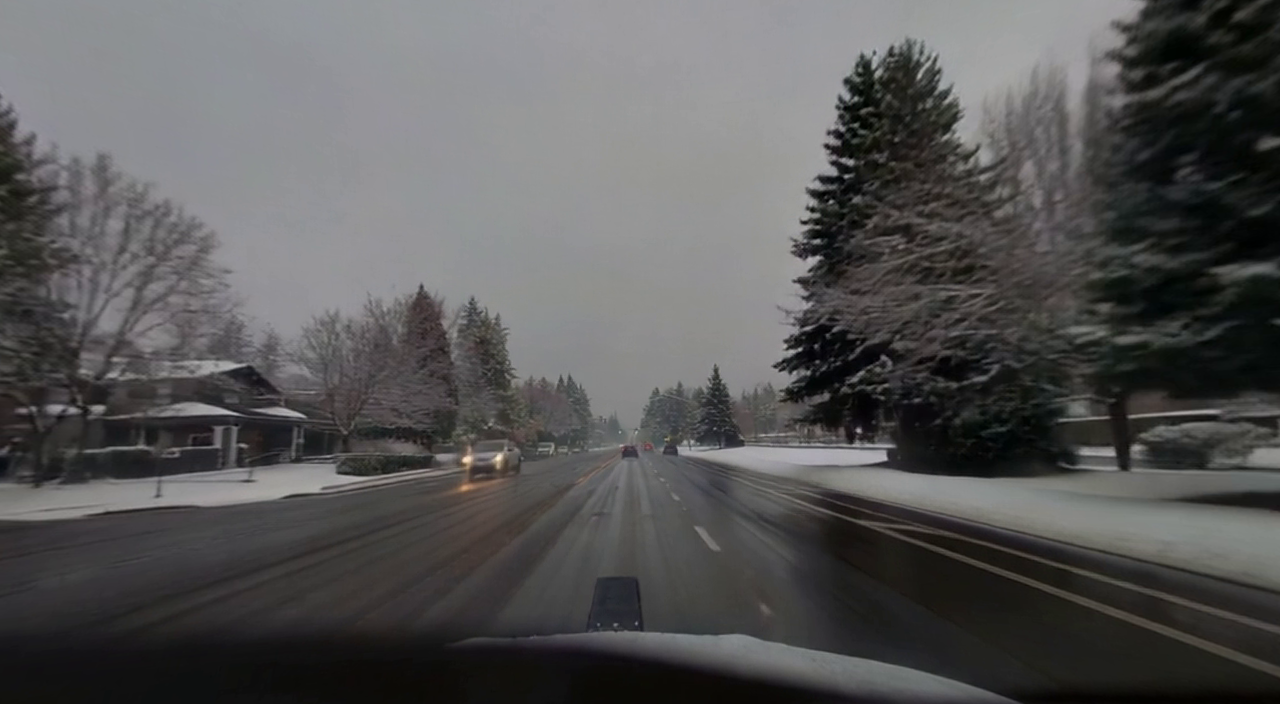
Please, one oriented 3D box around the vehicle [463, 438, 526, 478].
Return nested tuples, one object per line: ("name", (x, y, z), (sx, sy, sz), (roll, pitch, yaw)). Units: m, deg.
("vehicle", (-7.062, 5.180, 31.144), (2.054, 1.814, 4.543), (0, -9, 0))
